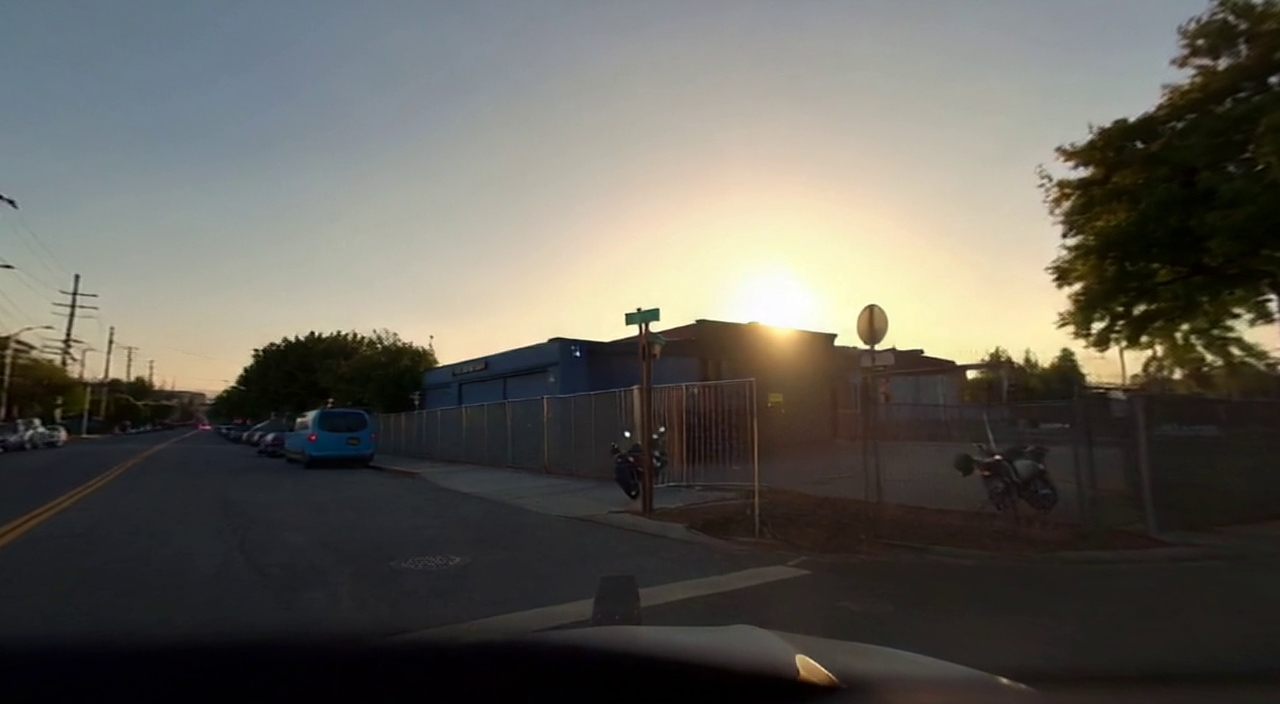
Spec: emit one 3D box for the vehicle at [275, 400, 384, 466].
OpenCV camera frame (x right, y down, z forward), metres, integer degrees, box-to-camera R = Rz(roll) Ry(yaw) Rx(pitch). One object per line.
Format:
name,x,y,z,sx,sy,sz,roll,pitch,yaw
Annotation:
vehicle,-11.245,2.949,22.622,2.327,2.021,5.850,6,-10,-36

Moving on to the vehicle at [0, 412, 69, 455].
vehicle,-30.393,4.059,31.079,2.504,1.919,5.658,6,-10,-34
